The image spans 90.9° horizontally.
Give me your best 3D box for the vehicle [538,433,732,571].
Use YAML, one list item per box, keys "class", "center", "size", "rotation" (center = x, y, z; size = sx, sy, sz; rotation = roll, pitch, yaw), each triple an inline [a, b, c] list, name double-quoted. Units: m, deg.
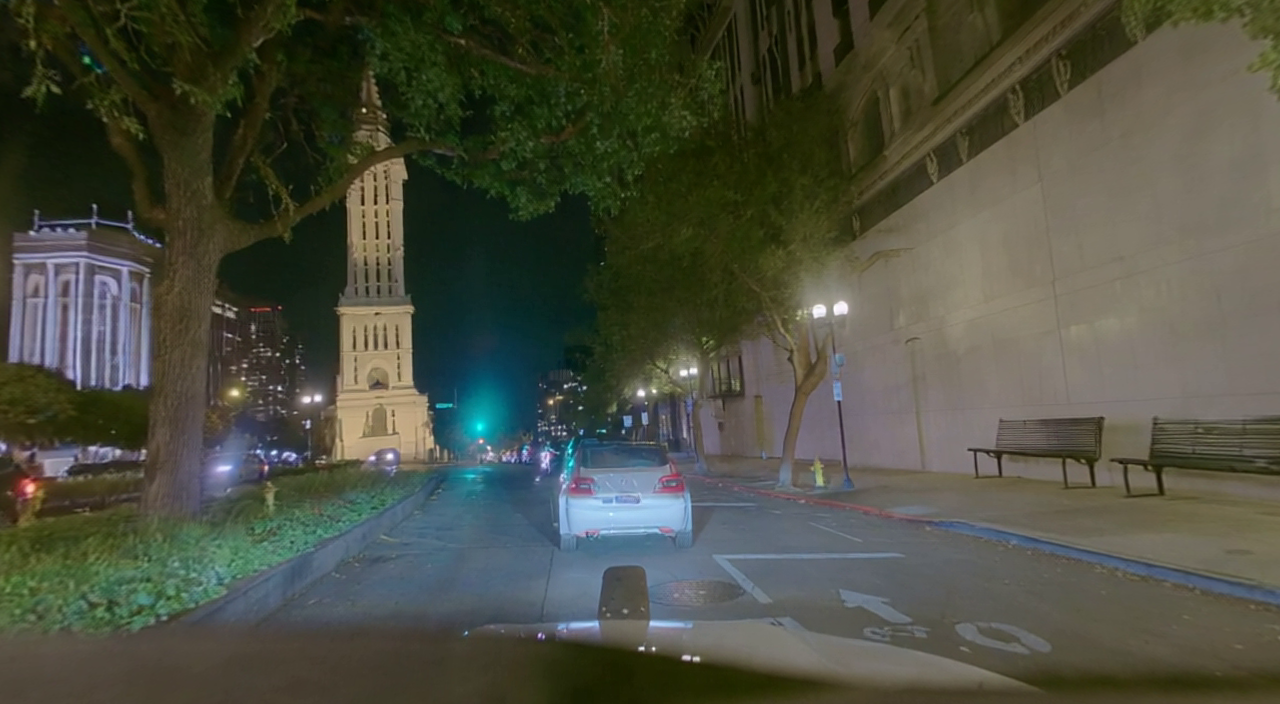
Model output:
- class: "vehicle"
  center: [-0.241, 1.945, 9.026]
  size: [2.142, 1.475, 4.051]
  rotation: [1, -8, -6]
